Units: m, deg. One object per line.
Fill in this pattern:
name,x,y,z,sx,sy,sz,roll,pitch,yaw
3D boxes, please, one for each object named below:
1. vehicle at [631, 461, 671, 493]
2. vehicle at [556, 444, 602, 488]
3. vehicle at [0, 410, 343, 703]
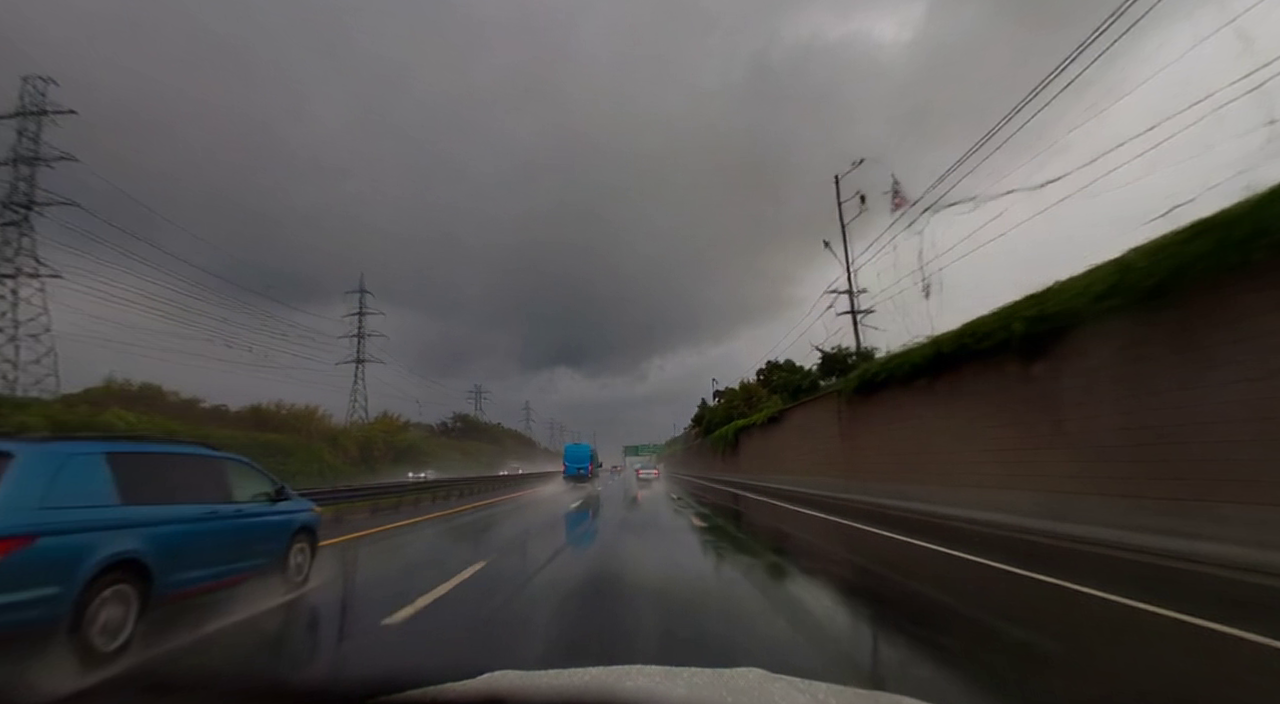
vehicle,0.520,6.671,33.690,2.006,1.554,3.863,1,-10,-1
vehicle,-3.902,7.548,41.713,2.394,2.609,6.875,1,-10,0
vehicle,-4.366,1.336,4.698,2.023,1.541,4.543,1,-10,1
